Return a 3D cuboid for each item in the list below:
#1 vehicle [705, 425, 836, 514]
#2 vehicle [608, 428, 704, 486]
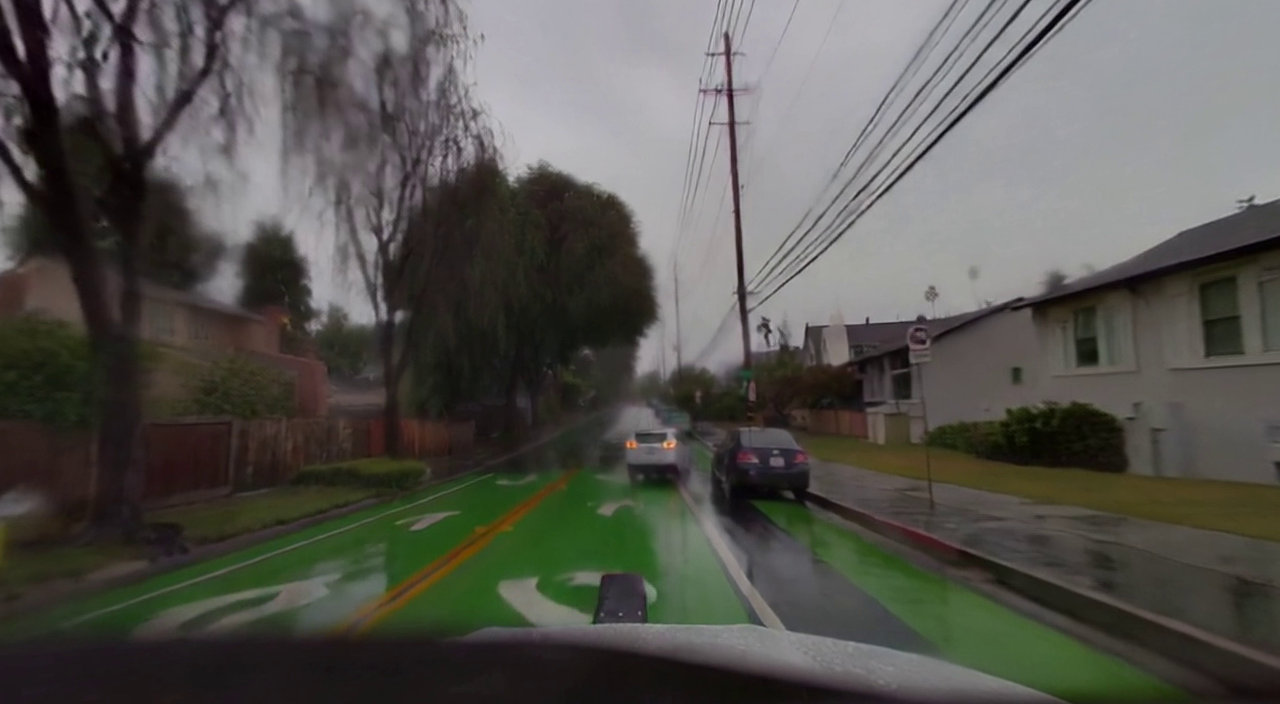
[{"bbox_3d":[2.790,2.595,14.643,1.909,1.694,4.472,0,-8,-2],"label":"vehicle"},{"bbox_3d":[0.638,3.113,19.244,2.235,1.500,4.496,0,-7,10],"label":"vehicle"}]
